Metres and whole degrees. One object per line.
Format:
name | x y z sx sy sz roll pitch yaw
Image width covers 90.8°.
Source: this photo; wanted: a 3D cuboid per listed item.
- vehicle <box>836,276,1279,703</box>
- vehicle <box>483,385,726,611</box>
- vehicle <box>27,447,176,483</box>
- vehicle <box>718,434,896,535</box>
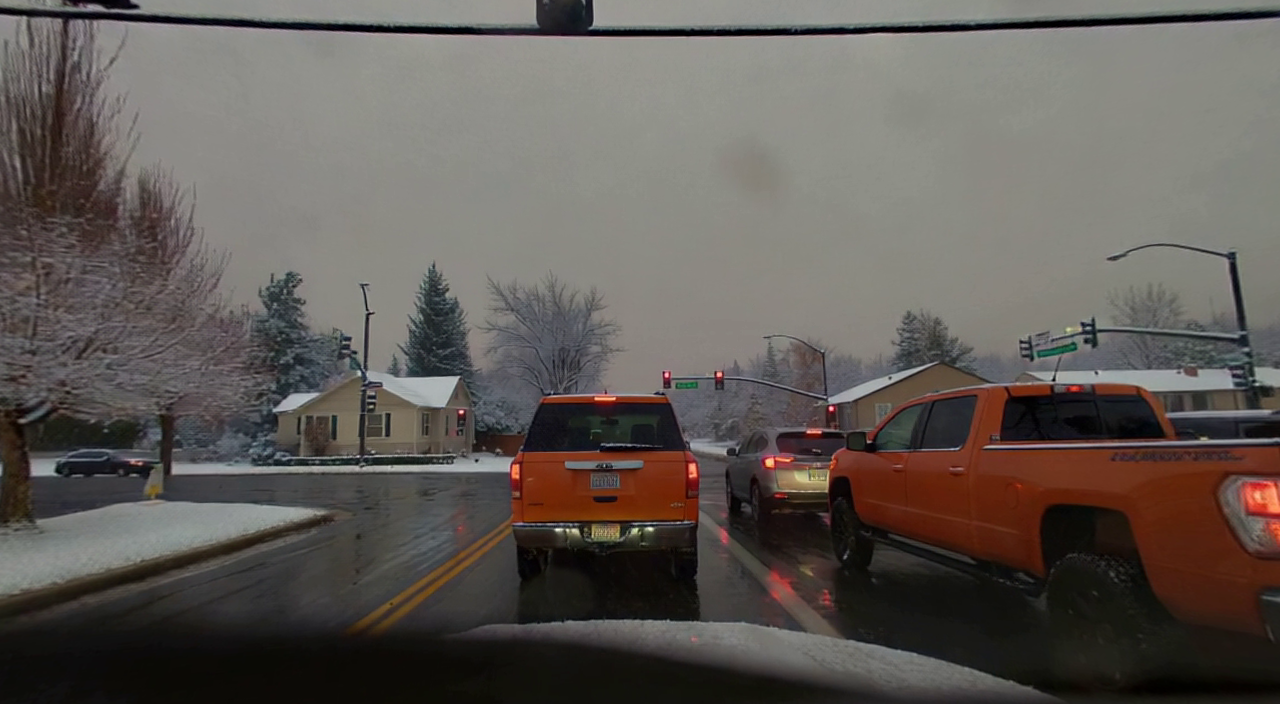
vehicle | 2.977 0.948 3.809 1.886 1.849 5.070 0 -8 -1
vehicle | -0.251 1.405 6.785 1.915 1.780 3.379 0 -8 1
vehicle | -22.915 4.789 27.063 4.533 1.350 1.714 0 -8 -9
vehicle | 2.725 2.266 11.527 1.952 1.465 4.421 0 -8 -1
